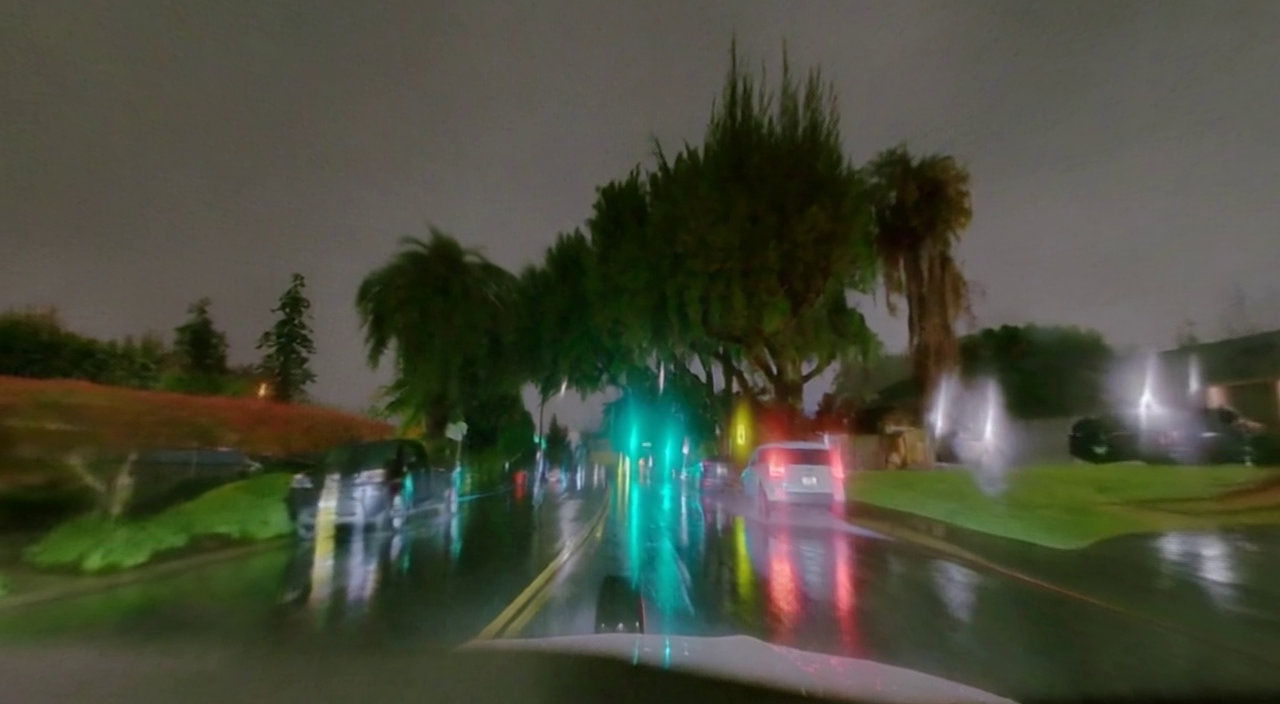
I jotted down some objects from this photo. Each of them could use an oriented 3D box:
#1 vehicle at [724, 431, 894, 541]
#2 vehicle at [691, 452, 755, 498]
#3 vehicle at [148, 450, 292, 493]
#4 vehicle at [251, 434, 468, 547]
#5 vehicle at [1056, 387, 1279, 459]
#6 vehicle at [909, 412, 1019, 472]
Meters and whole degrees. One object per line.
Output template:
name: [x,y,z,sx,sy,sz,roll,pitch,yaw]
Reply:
vehicle: [3.199,2.663,13.176,2.229,1.826,4.611,-1,-9,0]
vehicle: [3.305,4.990,26.035,1.970,1.709,4.568,0,-9,-1]
vehicle: [-15.714,4.450,23.662,4.527,1.466,1.880,-3,-9,16]
vehicle: [-5.178,2.594,12.620,2.155,1.729,4.799,-2,-9,0]
vehicle: [13.640,1.881,16.026,4.639,1.634,2.005,-3,-10,16]
vehicle: [11.498,3.195,22.276,2.100,1.857,4.611,-9,-12,43]
